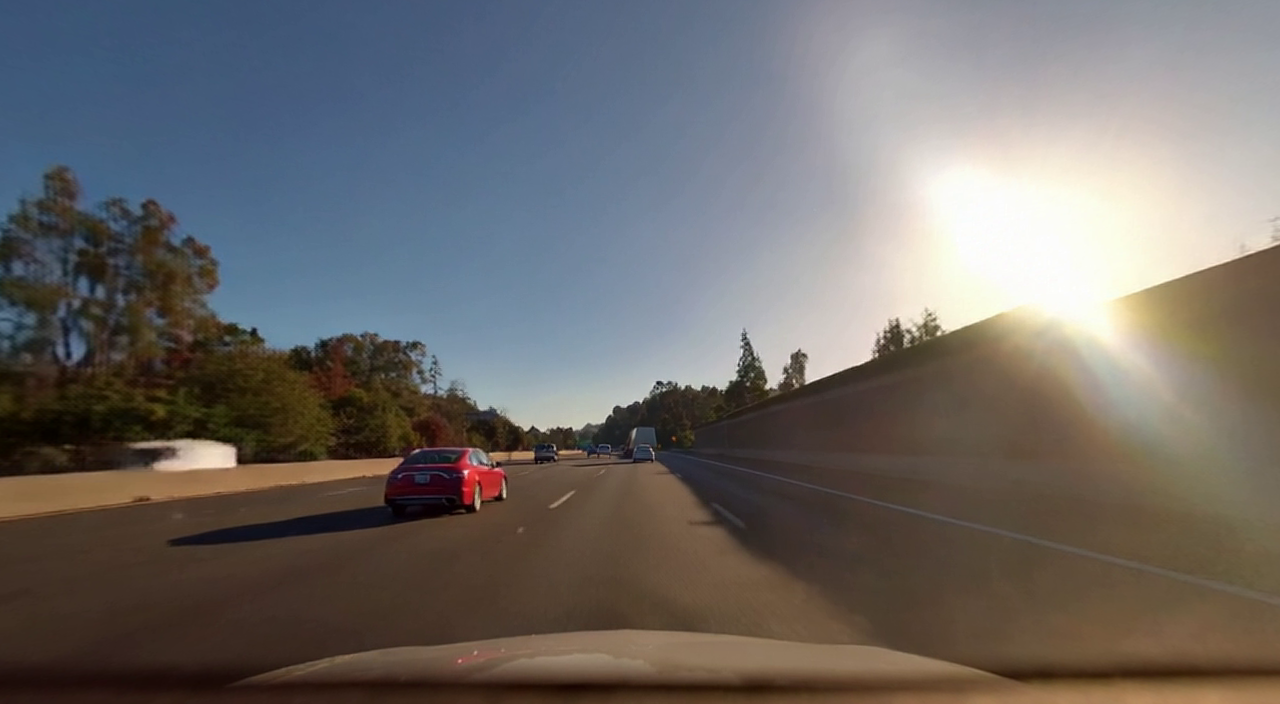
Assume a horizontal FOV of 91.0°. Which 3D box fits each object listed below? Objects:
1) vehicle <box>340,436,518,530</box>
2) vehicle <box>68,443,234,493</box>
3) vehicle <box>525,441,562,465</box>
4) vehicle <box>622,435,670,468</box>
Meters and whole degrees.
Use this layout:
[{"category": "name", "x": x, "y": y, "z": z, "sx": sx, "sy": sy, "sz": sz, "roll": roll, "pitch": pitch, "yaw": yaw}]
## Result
[{"category": "vehicle", "x": -3.842, "y": 2.449, "z": 12.420, "sx": 2.000, "sy": 1.512, "sz": 4.371, "roll": 0, "pitch": -9, "yaw": 0}, {"category": "vehicle", "x": -17.247, "y": 4.092, "z": 22.615, "sx": 2.064, "sy": 1.581, "sz": 4.791, "roll": 0, "pitch": -8, "yaw": 1}, {"category": "vehicle", "x": -7.438, "y": 7.792, "z": 48.865, "sx": 2.068, "sy": 1.757, "sz": 4.611, "roll": 0, "pitch": -8, "yaw": 1}, {"category": "vehicle", "x": 0.315, "y": 6.380, "z": 40.566, "sx": 2.856, "sy": 1.994, "sz": 4.931, "roll": 0, "pitch": -8, "yaw": -1}]
